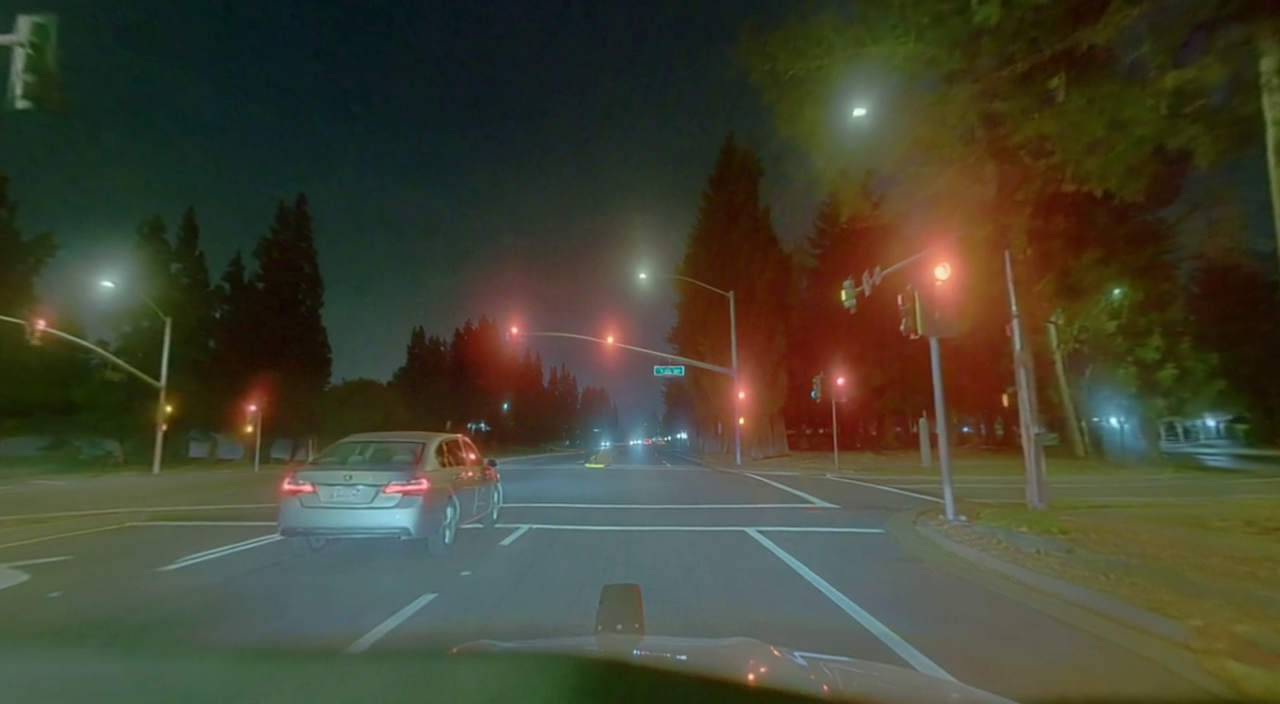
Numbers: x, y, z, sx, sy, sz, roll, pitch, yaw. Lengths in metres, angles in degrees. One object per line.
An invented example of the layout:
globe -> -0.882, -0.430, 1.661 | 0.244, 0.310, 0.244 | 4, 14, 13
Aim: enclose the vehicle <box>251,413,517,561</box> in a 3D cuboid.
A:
vehicle -> -3.247, 1.810, 9.225 | 2.076, 1.599, 4.483 | 0, -9, -1
